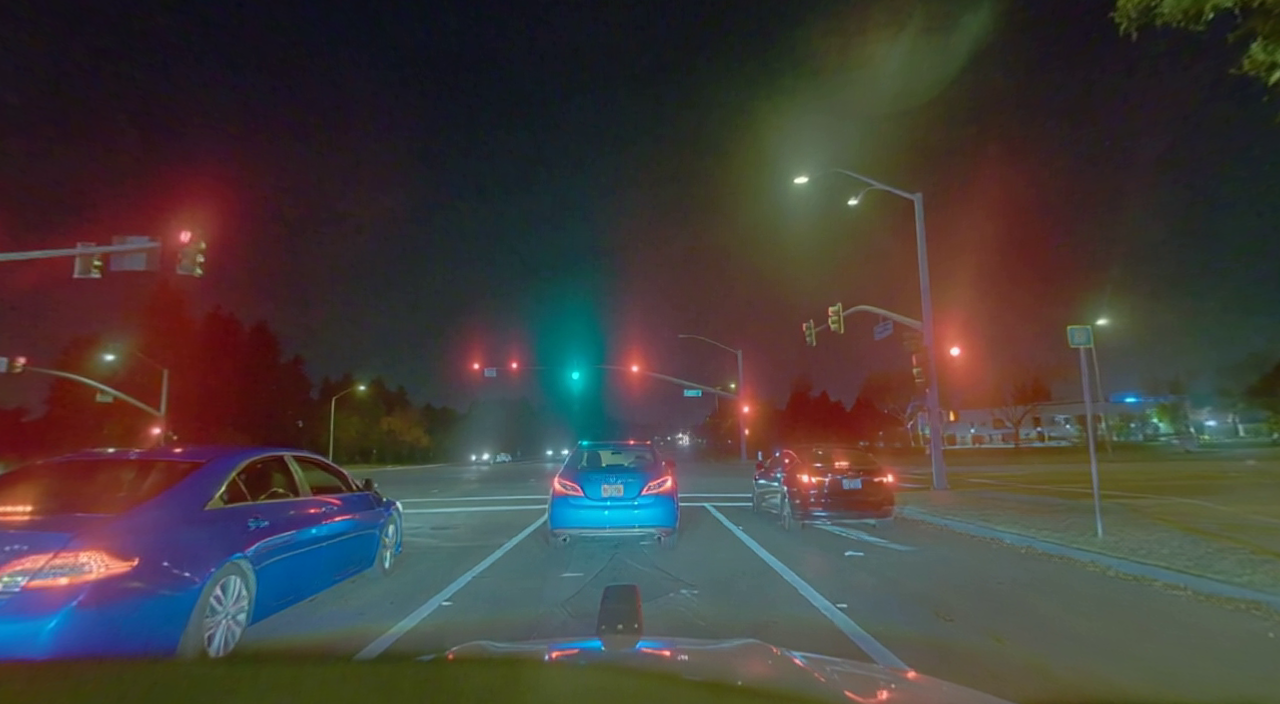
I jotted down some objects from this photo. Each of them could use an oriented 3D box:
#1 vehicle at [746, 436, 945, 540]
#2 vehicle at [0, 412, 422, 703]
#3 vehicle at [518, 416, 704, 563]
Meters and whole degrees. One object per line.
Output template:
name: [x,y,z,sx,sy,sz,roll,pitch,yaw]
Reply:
vehicle: [3.275,2.247,11.175,1.970,1.449,4.433,0,-8,-1]
vehicle: [-3.577,1.339,5.077,2.052,1.472,4.479,0,-8,0]
vehicle: [-0.344,1.806,8.961,2.038,1.599,3.844,0,-8,-1]
